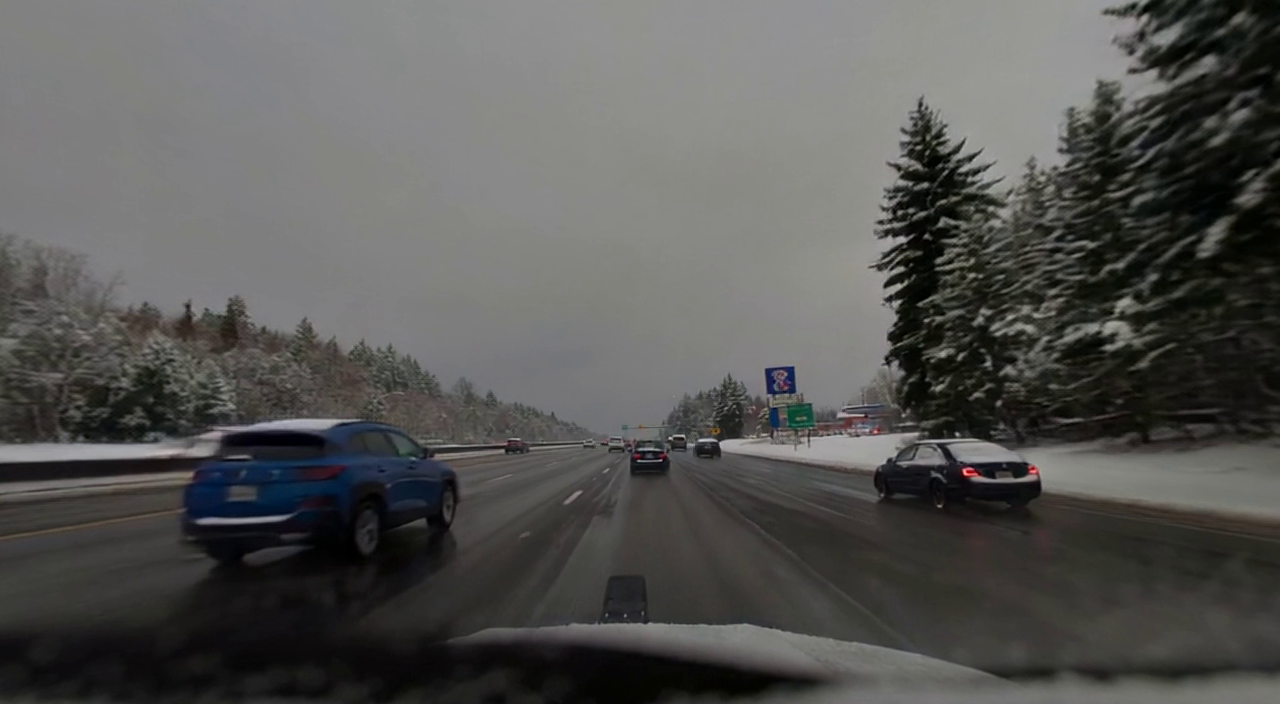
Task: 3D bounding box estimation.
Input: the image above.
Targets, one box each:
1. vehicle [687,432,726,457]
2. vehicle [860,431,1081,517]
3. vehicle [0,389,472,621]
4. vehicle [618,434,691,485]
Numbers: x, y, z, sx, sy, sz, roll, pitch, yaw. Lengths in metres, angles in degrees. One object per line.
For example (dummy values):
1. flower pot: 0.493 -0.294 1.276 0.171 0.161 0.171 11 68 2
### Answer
1. vehicle: 4.803 6.805 46.437 2.261 1.781 4.709 0 -8 -1
2. vehicle: 6.337 2.374 12.839 2.030 1.442 4.358 0 -8 -2
3. vehicle: -3.561 1.422 6.964 1.927 1.586 5.142 0 -8 1
4. vehicle: 0.414 3.438 20.427 2.113 1.464 4.073 0 -8 0
